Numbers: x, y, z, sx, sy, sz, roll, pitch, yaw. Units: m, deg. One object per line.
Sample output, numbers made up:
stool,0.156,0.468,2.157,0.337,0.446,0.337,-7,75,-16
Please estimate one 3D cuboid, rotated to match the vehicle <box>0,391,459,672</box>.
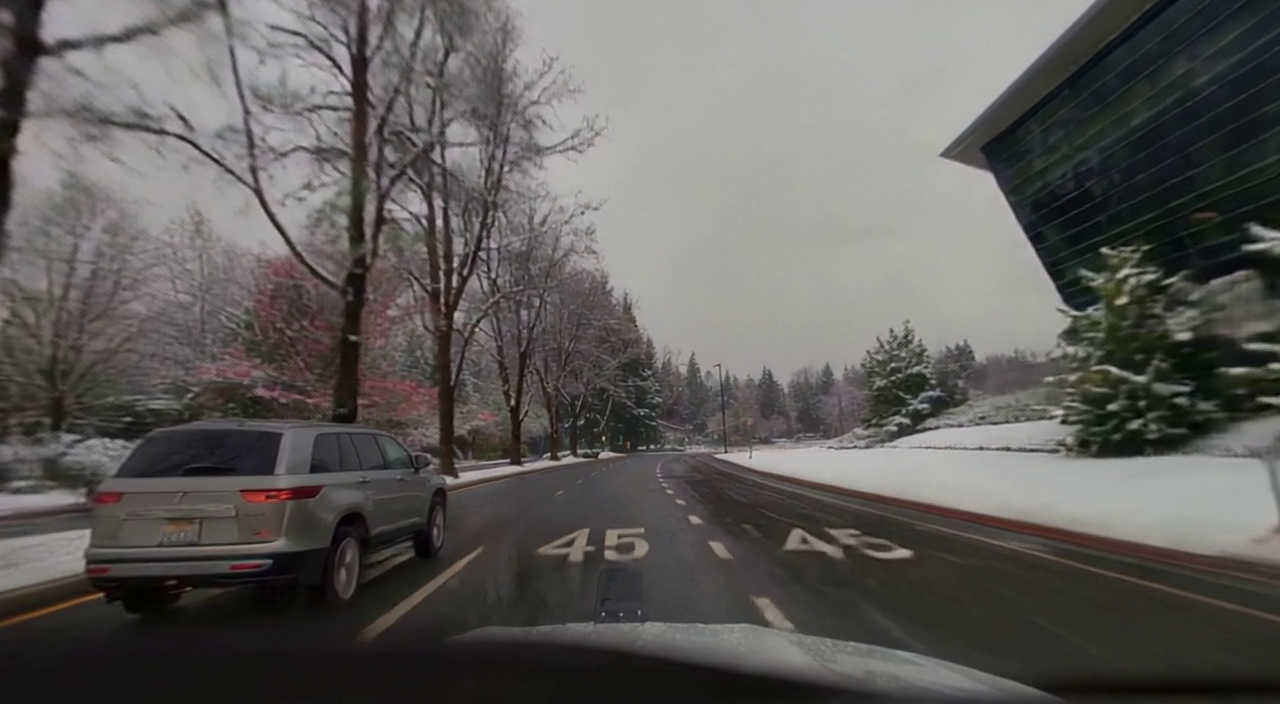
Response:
vehicle,-3.495,1.434,6.227,2.067,1.700,4.561,-1,-8,0
